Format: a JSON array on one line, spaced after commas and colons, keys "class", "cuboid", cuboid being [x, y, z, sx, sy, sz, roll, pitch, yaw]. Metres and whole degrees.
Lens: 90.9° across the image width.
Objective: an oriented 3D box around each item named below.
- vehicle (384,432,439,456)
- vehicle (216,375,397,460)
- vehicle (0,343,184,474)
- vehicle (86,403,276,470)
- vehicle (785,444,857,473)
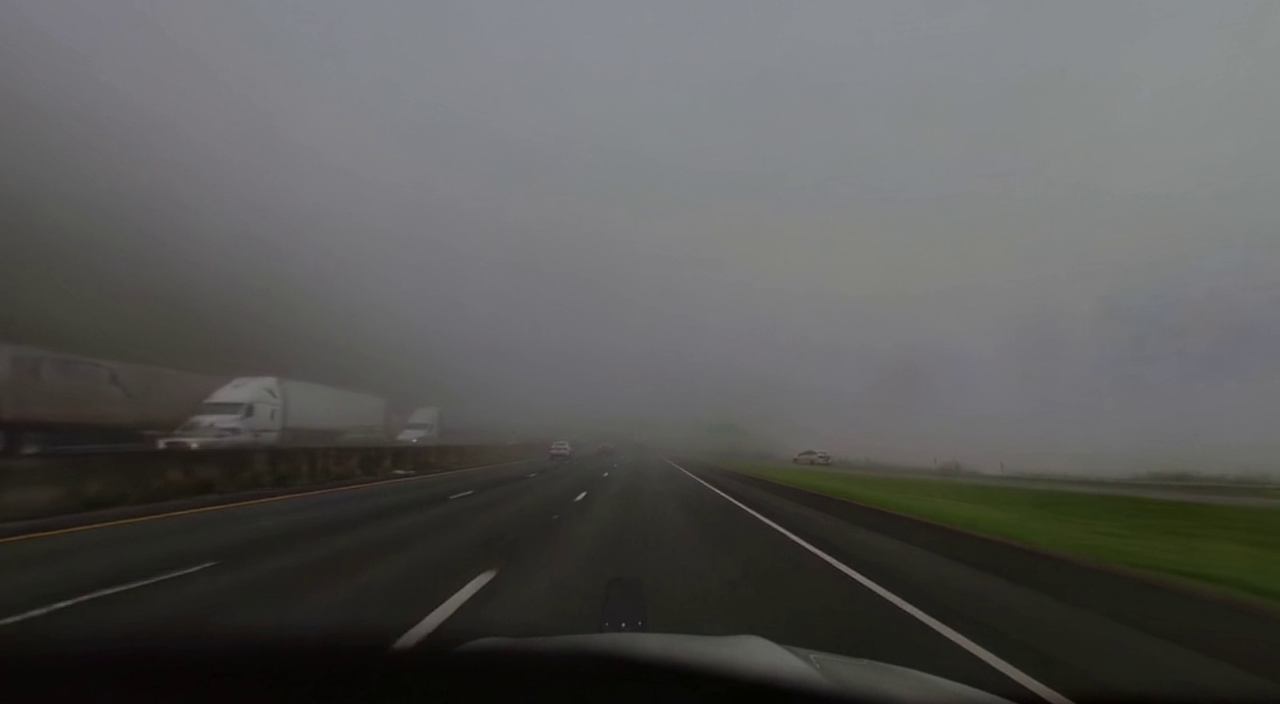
[{"class": "vehicle", "cuboid": [-14.455, 5.882, 40.177, 1.915, 1.479, 4.154, 0, -9, 1]}, {"class": "vehicle", "cuboid": [-18.552, 4.188, 36.979, 2.787, 3.985, 14.192, 0, -9, 0]}, {"class": "vehicle", "cuboid": [-18.804, 1.851, 19.210, 2.774, 3.524, 9.153, 0, -9, 1]}, {"class": "vehicle", "cuboid": [-14.022, 2.705, 19.799, 2.133, 1.816, 5.142, 0, -9, -1]}, {"class": "vehicle", "cuboid": [11.574, 6.852, 40.616, 2.080, 1.725, 4.252, 7, -11, -26]}]
